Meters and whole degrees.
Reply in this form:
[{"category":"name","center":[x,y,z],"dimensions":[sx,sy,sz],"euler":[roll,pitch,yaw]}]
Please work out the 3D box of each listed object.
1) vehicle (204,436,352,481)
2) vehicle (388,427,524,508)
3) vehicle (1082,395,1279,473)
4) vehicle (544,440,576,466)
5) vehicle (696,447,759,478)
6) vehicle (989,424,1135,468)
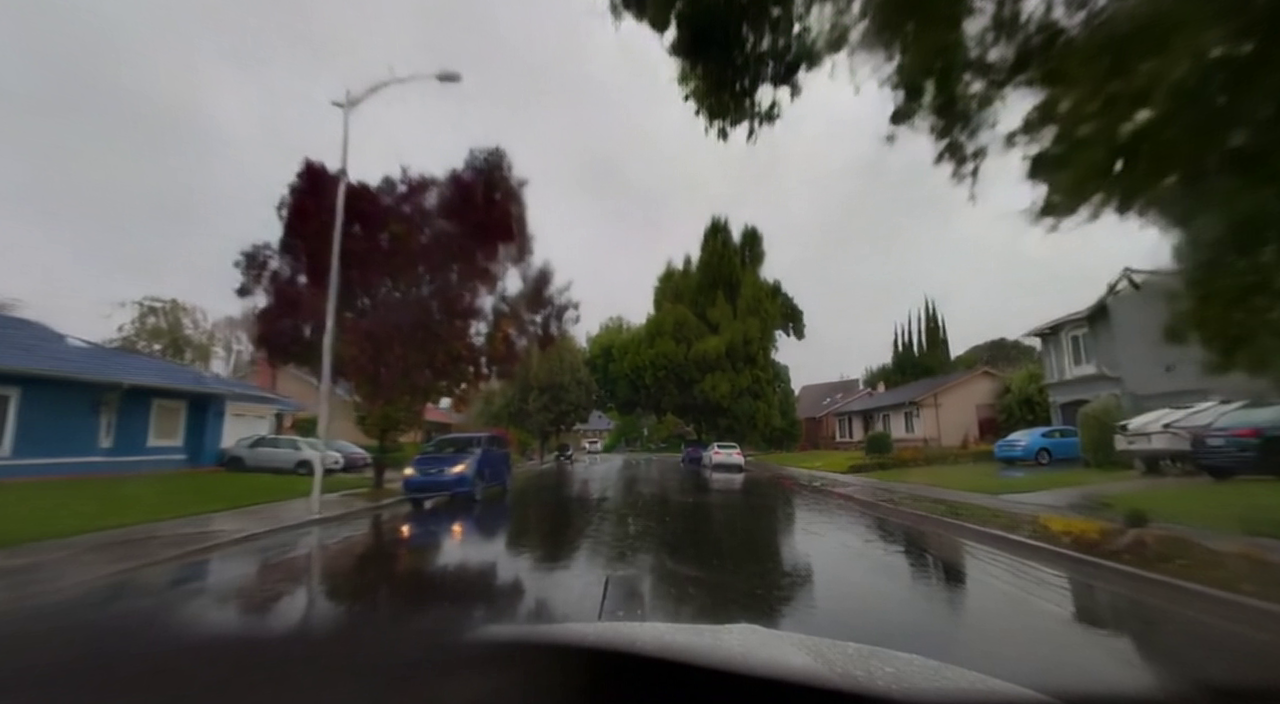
[{"category":"vehicle","center":[-12.989,3.821,23.017],"dimensions":[4.376,1.458,2.046],"euler":[3,-8,-22]},{"category":"vehicle","center":[-4.774,3.019,17.285],"dimensions":[2.215,1.859,4.765],"euler":[0,-7,1]},{"category":"vehicle","center":[13.728,2.089,15.740],"dimensions":[4.560,1.741,1.993],"euler":[3,-9,-18]},{"category":"vehicle","center":[-6.273,7.838,49.279],"dimensions":[1.976,1.855,4.299],"euler":[2,-7,-14]},{"category":"vehicle","center":[4.438,5.693,32.907],"dimensions":[1.984,1.437,4.726],"euler":[1,-9,-8]},{"category":"vehicle","center":[15.354,3.420,23.026],"dimensions":[4.488,1.454,1.944],"euler":[3,-8,-18]}]
